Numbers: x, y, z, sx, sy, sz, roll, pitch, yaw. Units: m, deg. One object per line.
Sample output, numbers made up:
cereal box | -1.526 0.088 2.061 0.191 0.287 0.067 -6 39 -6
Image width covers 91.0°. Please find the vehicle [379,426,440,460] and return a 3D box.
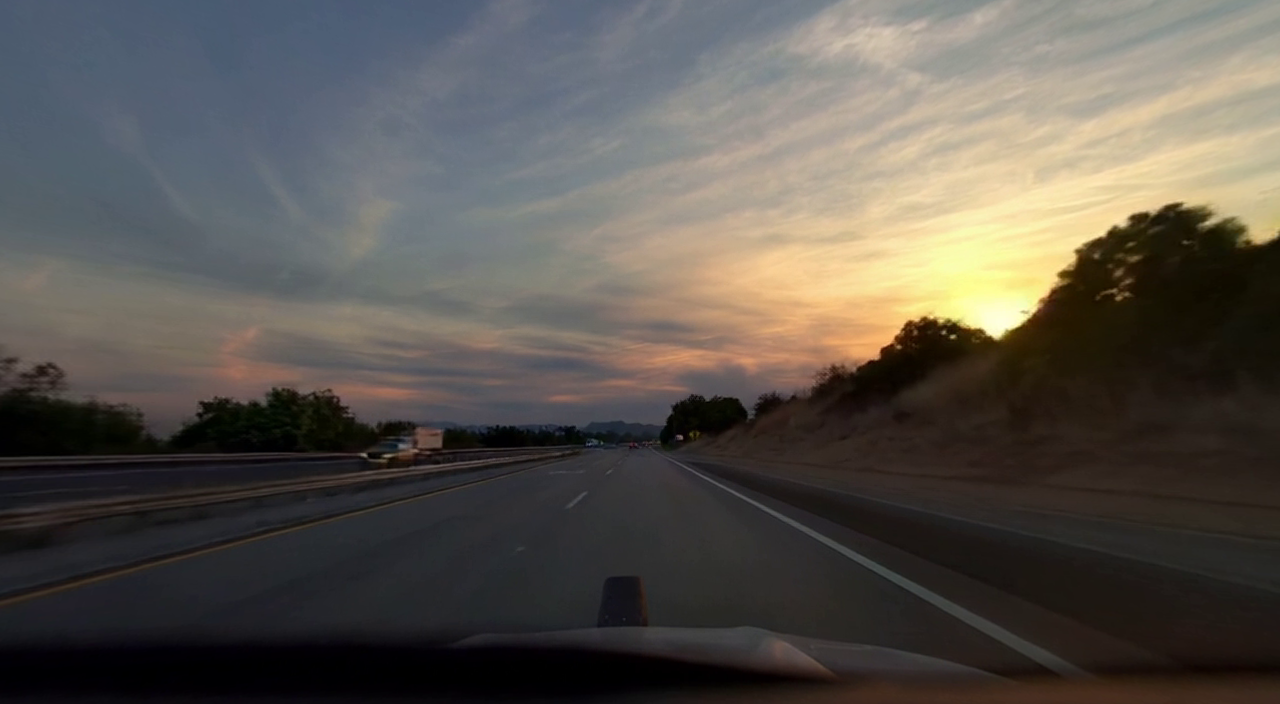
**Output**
vehicle | -16.059 6.398 44.243 2.212 2.251 5.215 0 -8 1

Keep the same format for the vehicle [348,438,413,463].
vehicle | -15.901 6.069 38.882 2.142 1.456 4.453 0 -8 0
